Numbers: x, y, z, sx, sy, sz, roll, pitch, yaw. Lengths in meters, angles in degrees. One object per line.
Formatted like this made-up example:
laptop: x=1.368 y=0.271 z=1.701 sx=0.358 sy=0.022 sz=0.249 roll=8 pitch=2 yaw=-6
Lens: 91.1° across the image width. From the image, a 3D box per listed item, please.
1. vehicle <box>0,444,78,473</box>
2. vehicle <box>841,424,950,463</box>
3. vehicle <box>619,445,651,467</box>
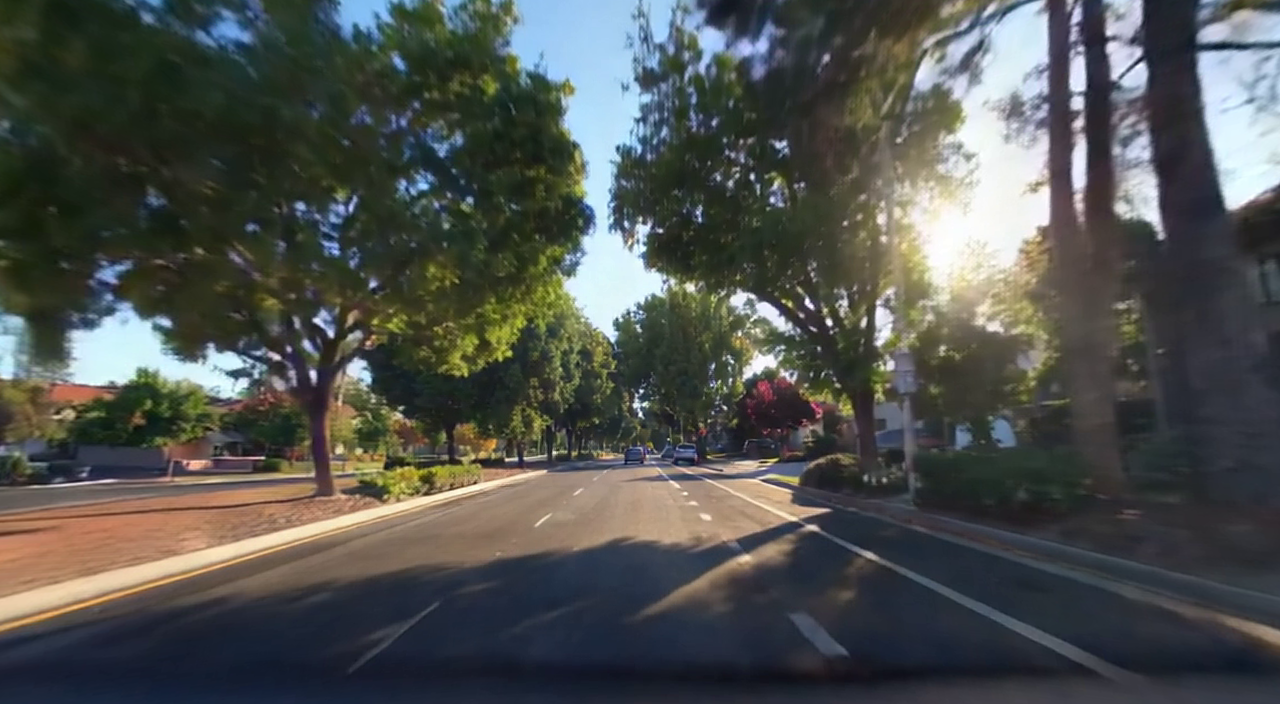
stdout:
vehicle: x=-43.514 y=7.557 z=44.730 sx=2.136 sy=1.922 sz=5.105 roll=0 pitch=-9 yaw=1
vehicle: x=13.146 y=4.752 z=32.574 sx=4.739 sy=1.918 sz=2.071 roll=-1 pitch=-8 yaw=2
vehicle: x=-0.343 y=7.048 z=42.723 sx=2.054 sy=1.456 sz=4.003 roll=0 pitch=-9 yaw=-1
